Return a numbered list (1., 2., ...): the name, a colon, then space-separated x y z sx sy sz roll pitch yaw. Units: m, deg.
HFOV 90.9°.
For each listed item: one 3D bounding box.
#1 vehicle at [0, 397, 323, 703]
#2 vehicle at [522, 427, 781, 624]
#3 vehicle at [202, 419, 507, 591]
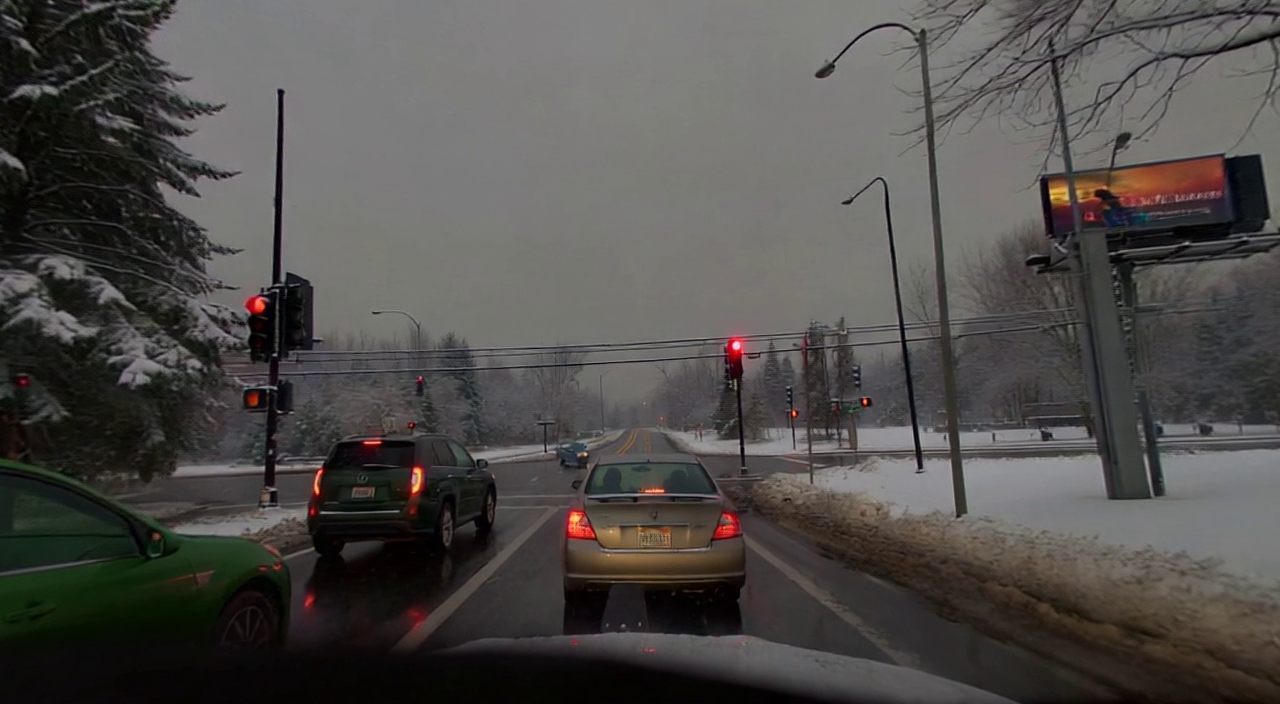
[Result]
1. vehicle: -3.155 0.964 2.418 1.808 1.520 3.846 -1 -9 1
2. vehicle: 0.022 1.597 6.633 1.977 1.467 3.474 0 -9 -2
3. vehicle: -3.184 1.790 8.160 1.950 1.628 4.082 -1 -9 1
